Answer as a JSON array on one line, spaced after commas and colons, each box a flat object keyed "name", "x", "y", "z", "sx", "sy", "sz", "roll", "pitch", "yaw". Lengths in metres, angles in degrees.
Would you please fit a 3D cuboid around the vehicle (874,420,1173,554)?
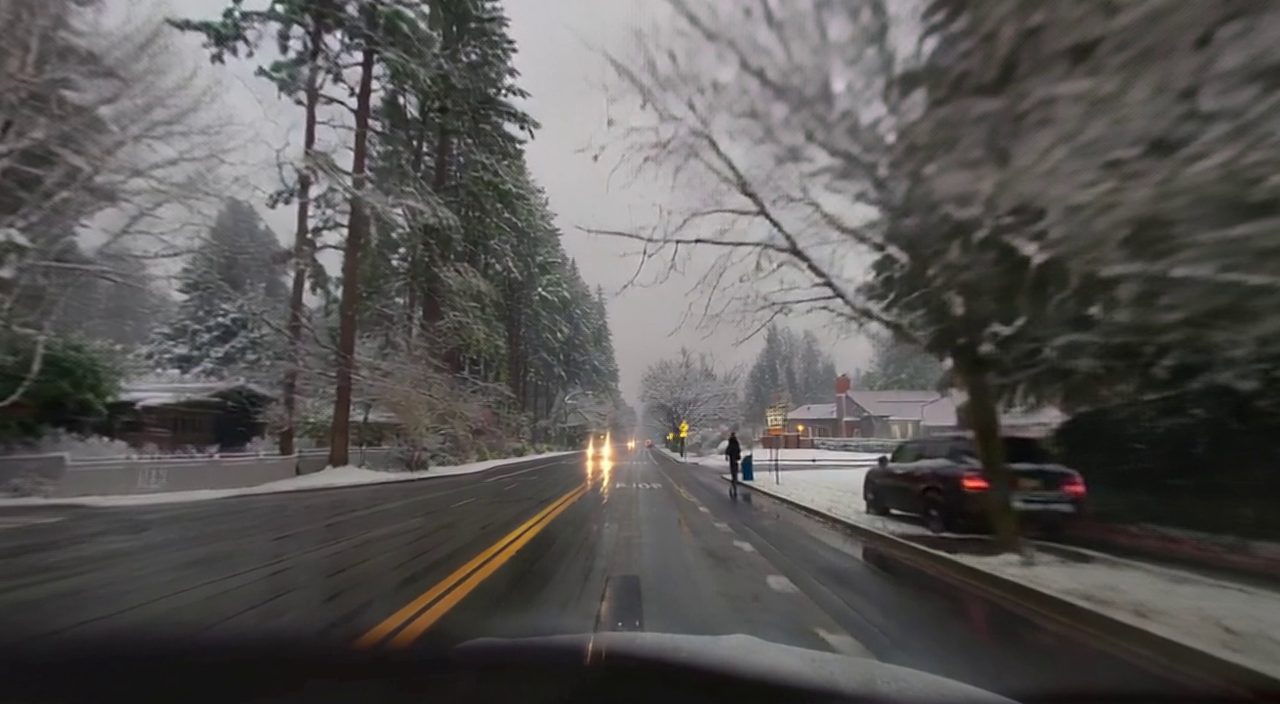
[{"name": "vehicle", "x": 5.863, "y": 2.112, "z": 10.556, "sx": 2.096, "sy": 1.713, "sz": 4.606, "roll": 0, "pitch": -9, "yaw": 0}]
